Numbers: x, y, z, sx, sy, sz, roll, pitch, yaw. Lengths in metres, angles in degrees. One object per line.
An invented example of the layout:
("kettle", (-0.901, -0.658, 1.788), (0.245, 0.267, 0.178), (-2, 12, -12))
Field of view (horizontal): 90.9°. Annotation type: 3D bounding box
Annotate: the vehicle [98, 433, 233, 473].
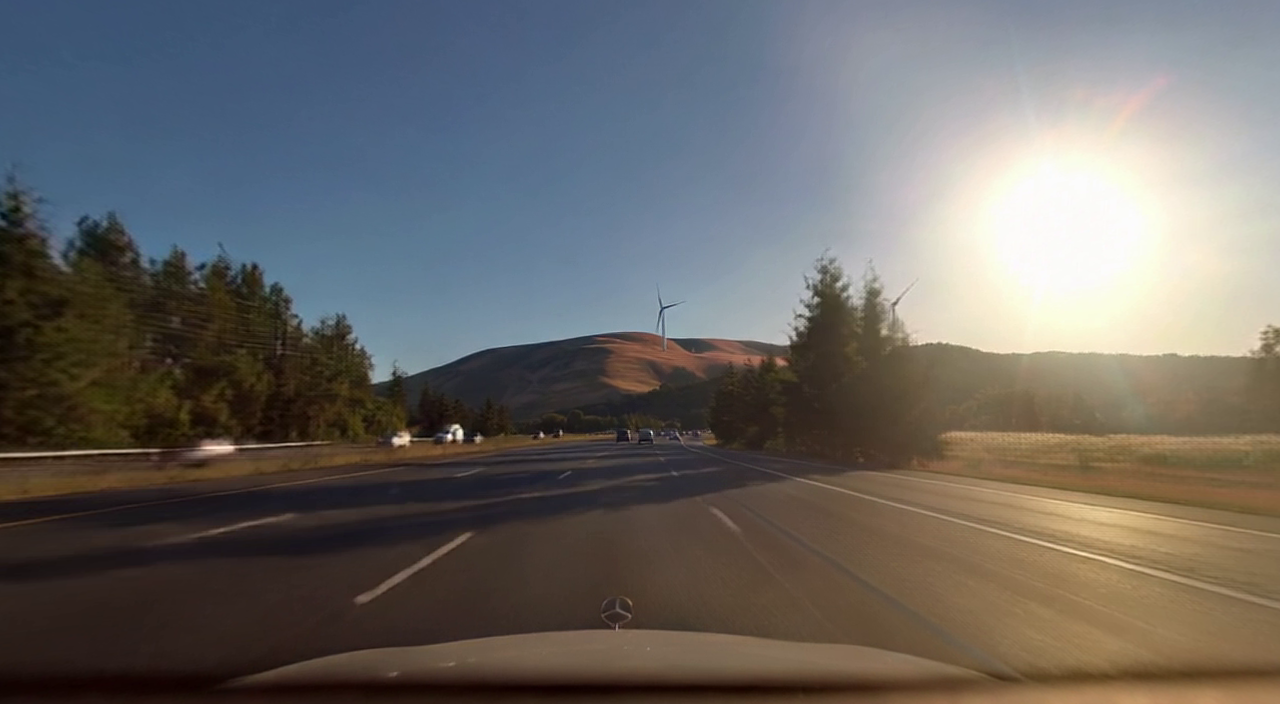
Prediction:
("vehicle", (-19.825, 4.197, 26.649), (2.013, 1.505, 4.712), (0, -8, 0))
